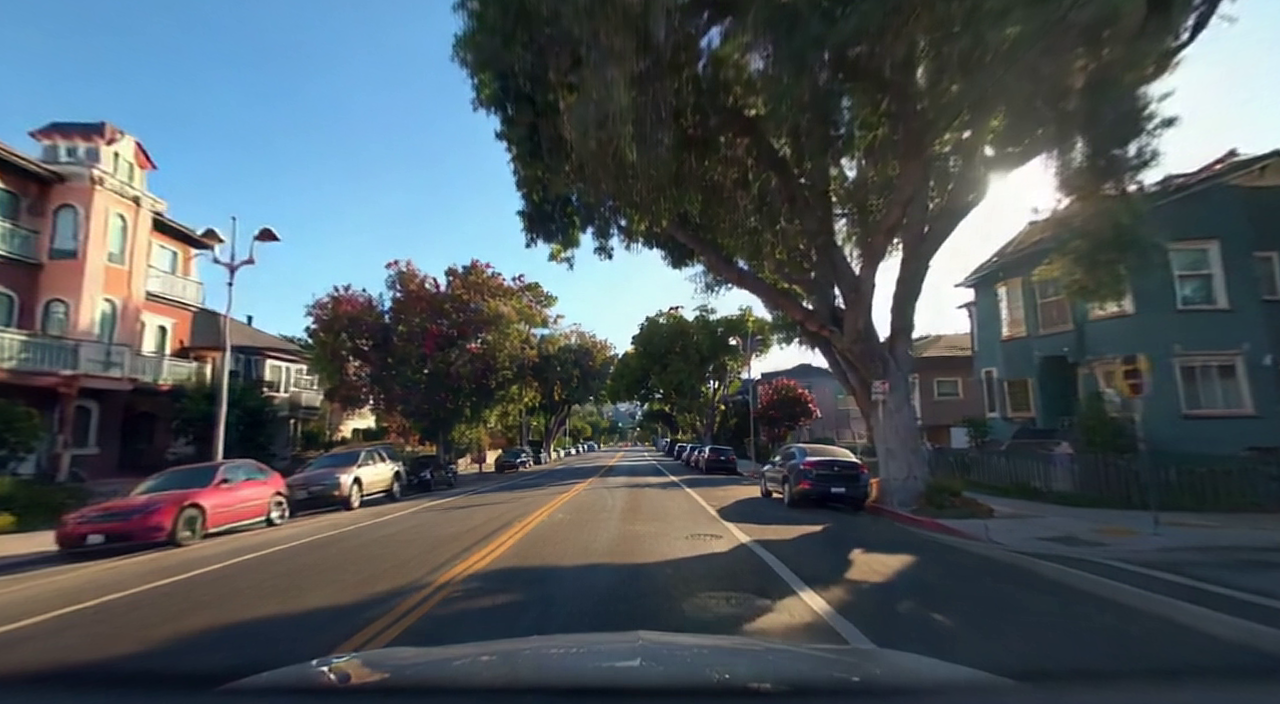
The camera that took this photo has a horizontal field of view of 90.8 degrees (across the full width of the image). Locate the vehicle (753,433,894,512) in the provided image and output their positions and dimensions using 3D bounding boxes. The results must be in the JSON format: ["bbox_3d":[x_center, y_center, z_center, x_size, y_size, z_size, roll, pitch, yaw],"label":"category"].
[{"bbox_3d":[4.334,2.918,15.747,2.034,1.674,4.271,1,-9,-3],"label":"vehicle"}]

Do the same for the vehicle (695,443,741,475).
[{"bbox_3d":[4.037,5.597,33.399,1.845,1.556,3.929,1,-9,-1],"label":"vehicle"}]

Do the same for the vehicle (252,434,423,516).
[{"bbox_3d":[-7.894,3.255,17.220,2.283,1.853,4.903,0,-9,-1],"label":"vehicle"}]

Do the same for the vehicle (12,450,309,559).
[{"bbox_3d":[-8.030,2.538,11.292,1.967,1.517,4.360,1,-9,-2],"label":"vehicle"}]

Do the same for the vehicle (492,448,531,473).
[{"bbox_3d":[-8.292,7.012,41.058,1.852,1.482,3.916,0,-9,-2],"label":"vehicle"}]
